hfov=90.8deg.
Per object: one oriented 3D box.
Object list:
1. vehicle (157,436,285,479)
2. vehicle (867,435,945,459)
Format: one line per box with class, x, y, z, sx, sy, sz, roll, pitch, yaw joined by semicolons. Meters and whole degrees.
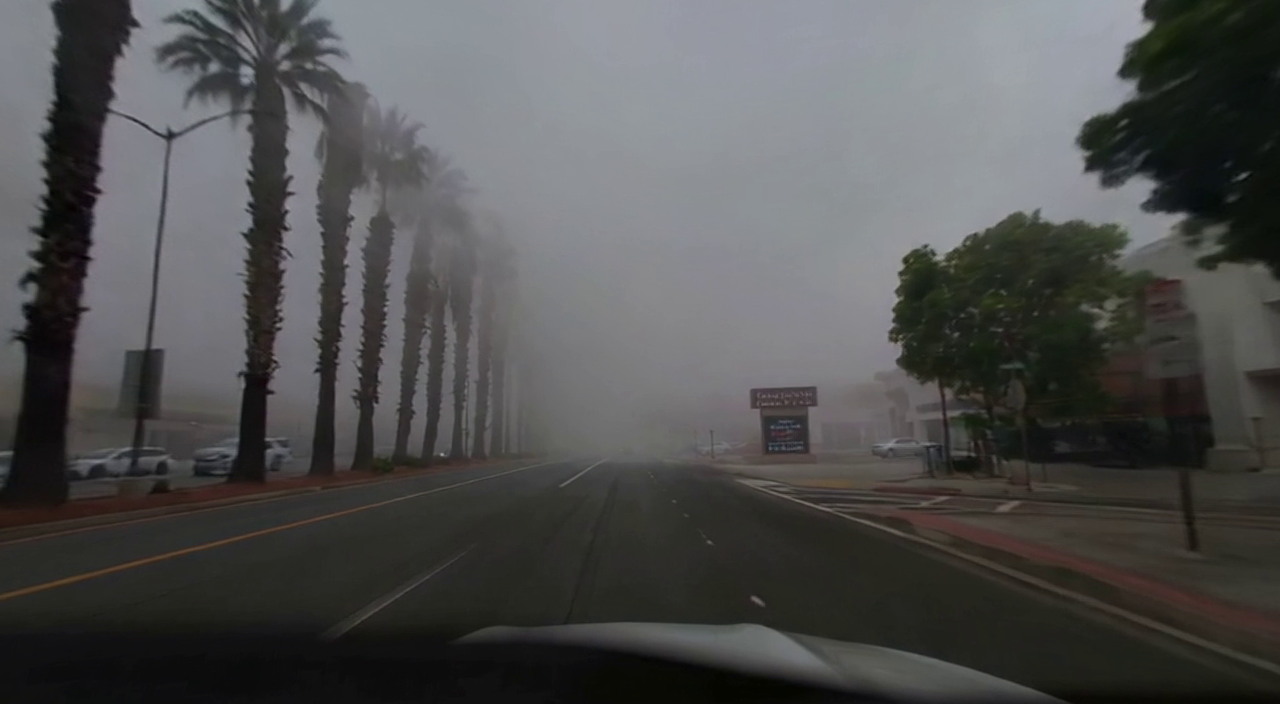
vehicle;-20.120;5.059;30.799;2.226;1.860;5.857;0;-8;0
vehicle;18.813;6.704;44.780;4.552;1.649;2.187;0;-8;-4
